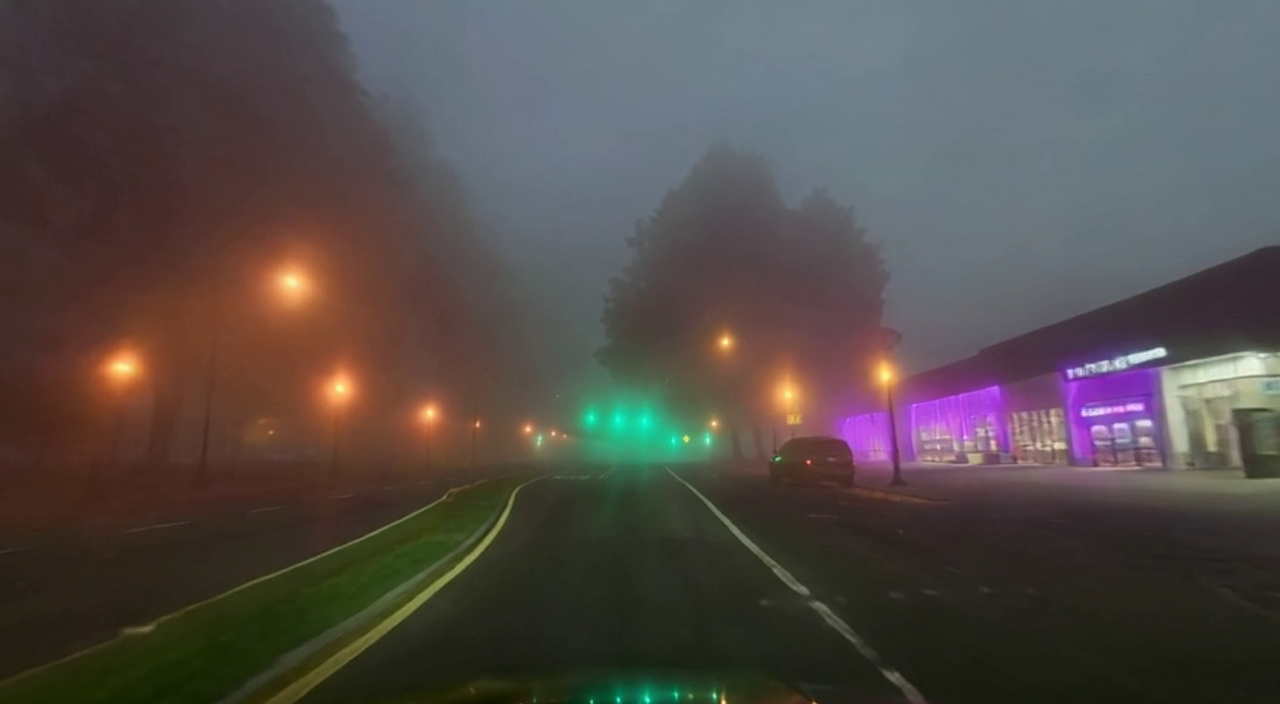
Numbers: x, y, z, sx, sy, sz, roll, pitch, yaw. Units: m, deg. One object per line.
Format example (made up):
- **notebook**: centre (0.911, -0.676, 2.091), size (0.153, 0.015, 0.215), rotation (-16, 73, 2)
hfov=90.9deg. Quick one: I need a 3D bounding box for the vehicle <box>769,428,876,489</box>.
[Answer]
- **vehicle**: centre (6.285, 3.729, 22.411), size (2.112, 1.894, 4.910), rotation (0, -8, -3)
